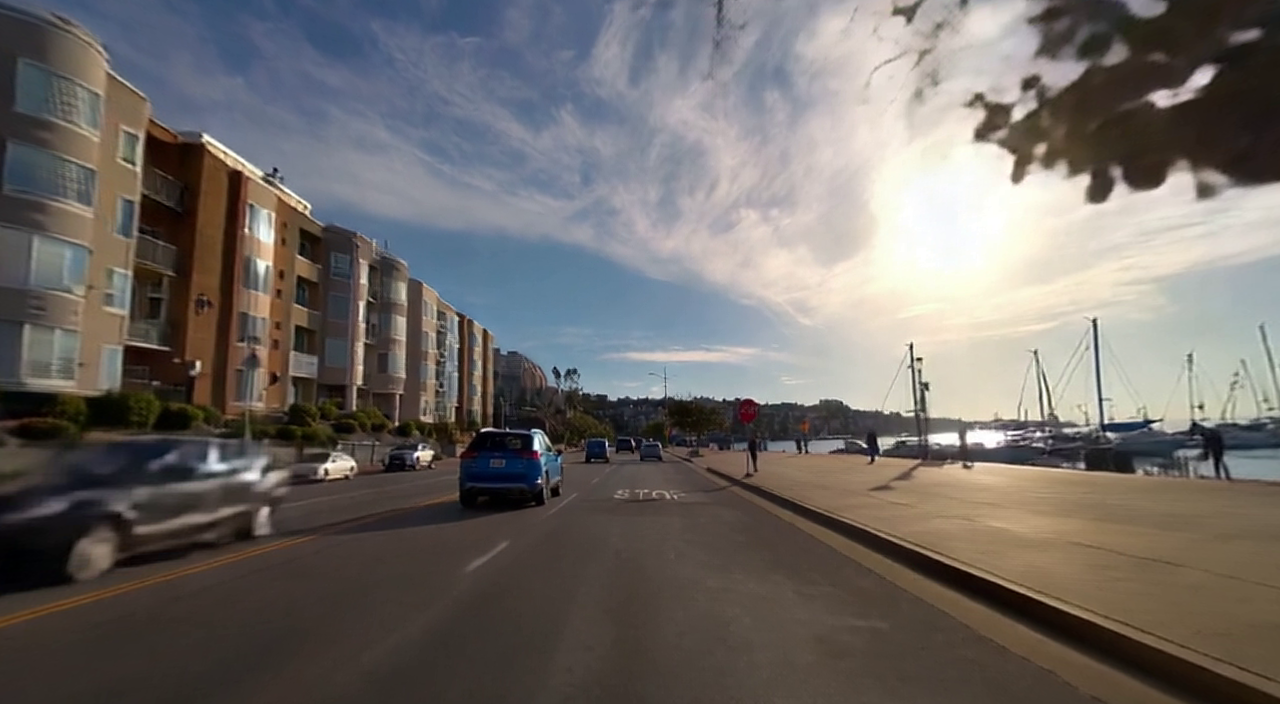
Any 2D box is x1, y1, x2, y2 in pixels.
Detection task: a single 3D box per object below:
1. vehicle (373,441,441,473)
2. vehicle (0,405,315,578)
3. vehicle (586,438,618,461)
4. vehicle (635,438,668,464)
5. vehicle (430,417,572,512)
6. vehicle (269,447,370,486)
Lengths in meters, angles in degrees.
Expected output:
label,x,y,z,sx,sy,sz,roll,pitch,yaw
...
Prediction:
label,x,y,z,sx,sy,sz,roll,pitch,yaw
vehicle,-13.337,6.015,36.415,2.117,1.703,4.373,0,-8,2
vehicle,-6.660,1.736,8.678,1.987,1.751,4.308,0,-8,1
vehicle,-2.844,7.369,47.797,2.056,1.680,4.205,0,-8,2
vehicle,0.767,6.543,41.753,2.057,1.624,3.726,0,-8,1
vehicle,-2.923,2.497,14.531,2.082,1.817,4.724,0,-8,1
vehicle,-13.472,4.790,26.844,1.871,1.463,4.555,0,-8,1
